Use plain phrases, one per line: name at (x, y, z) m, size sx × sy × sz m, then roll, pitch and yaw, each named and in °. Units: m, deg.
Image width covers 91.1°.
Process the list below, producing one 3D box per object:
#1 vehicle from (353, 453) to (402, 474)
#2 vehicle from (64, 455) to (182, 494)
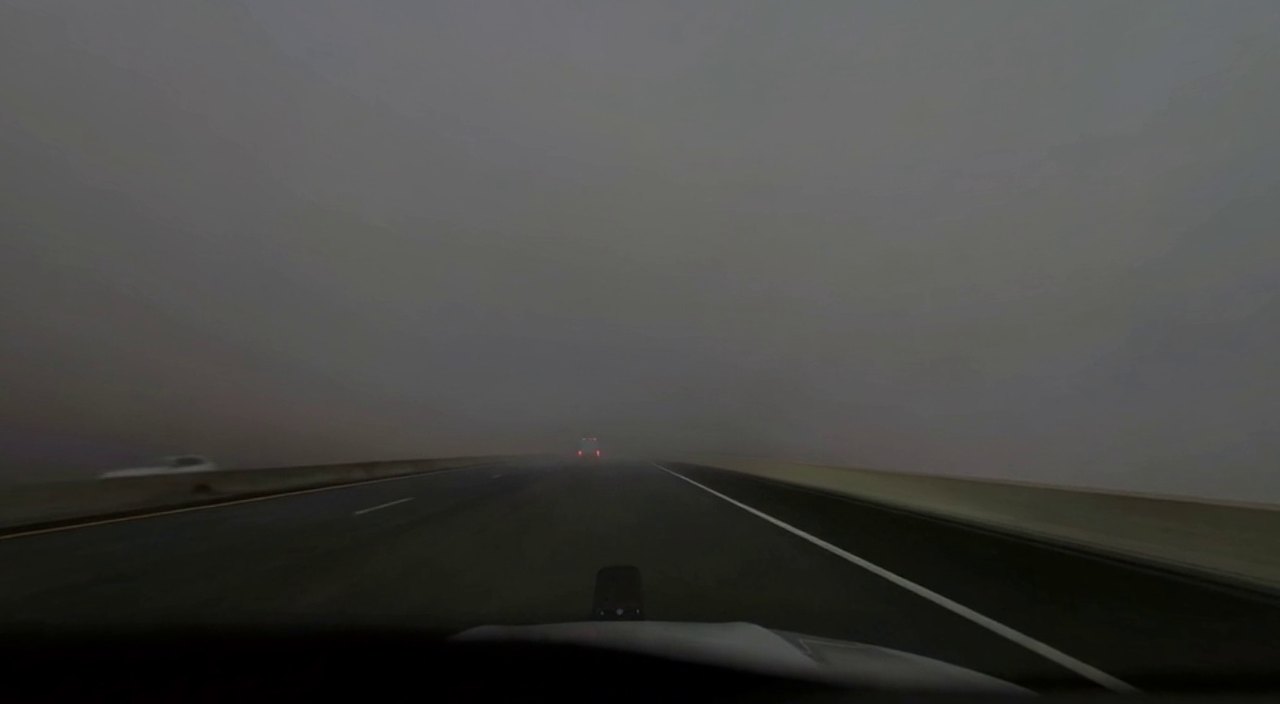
vehicle at (-18.667, 7.924, 44.872) m, size 1.821 × 1.437 × 4.017 m, roll 0°, pitch -9°, yaw -2°
vehicle at (-21.352, 5.035, 26.176) m, size 1.750 × 1.450 × 3.731 m, roll 0°, pitch -9°, yaw -1°
